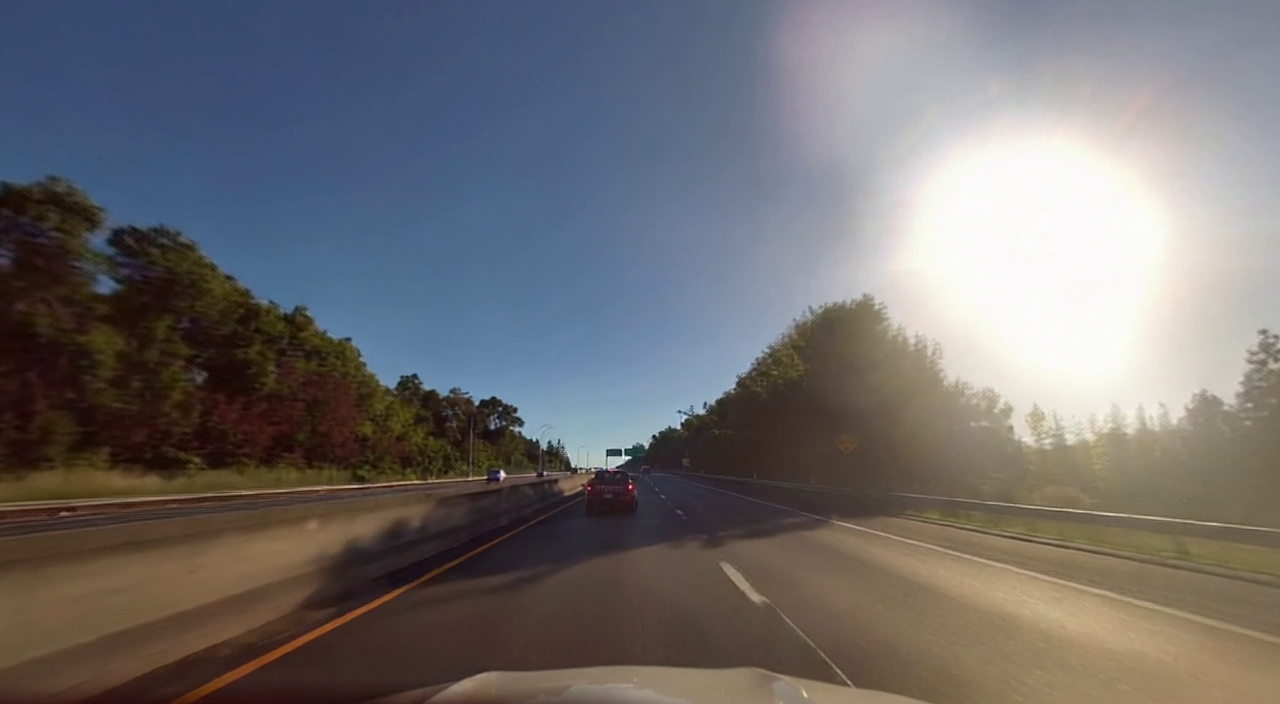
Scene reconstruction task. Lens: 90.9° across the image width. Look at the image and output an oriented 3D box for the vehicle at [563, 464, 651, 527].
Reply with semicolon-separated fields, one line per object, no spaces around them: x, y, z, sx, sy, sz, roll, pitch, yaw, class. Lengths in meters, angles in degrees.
-0.804;3.988;18.009;2.135;1.506;5.041;1;-10;0;vehicle
